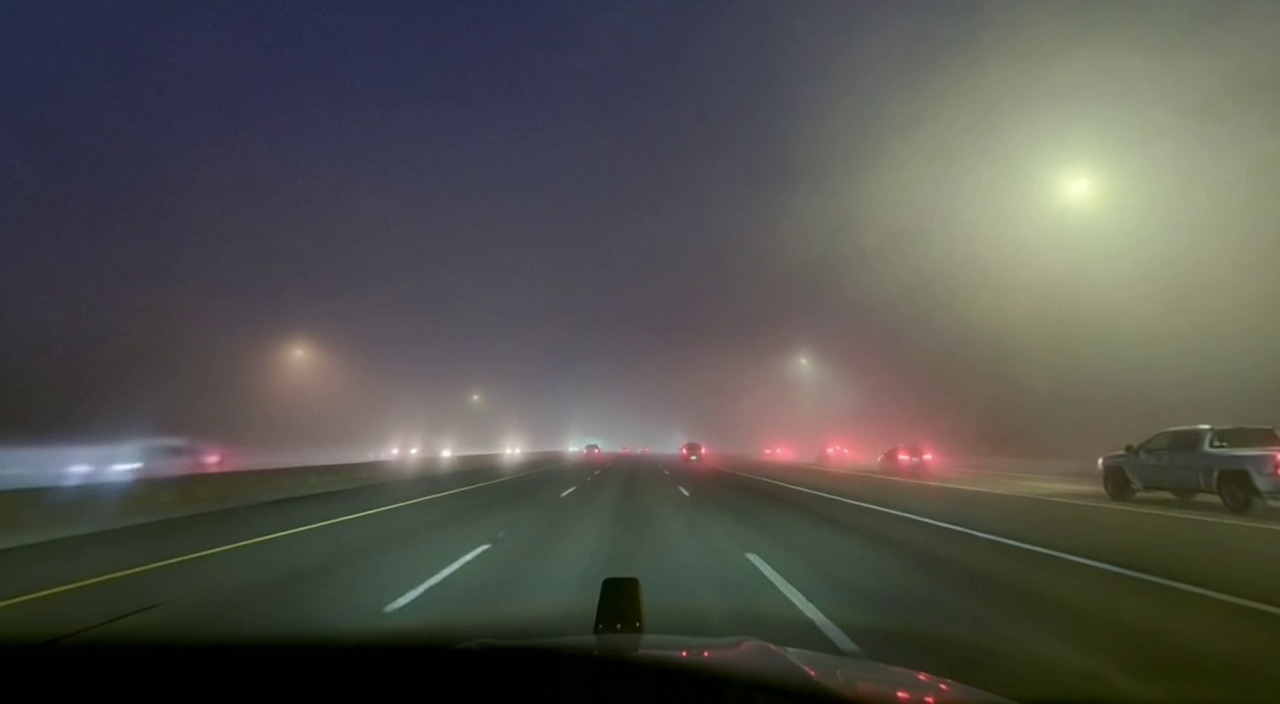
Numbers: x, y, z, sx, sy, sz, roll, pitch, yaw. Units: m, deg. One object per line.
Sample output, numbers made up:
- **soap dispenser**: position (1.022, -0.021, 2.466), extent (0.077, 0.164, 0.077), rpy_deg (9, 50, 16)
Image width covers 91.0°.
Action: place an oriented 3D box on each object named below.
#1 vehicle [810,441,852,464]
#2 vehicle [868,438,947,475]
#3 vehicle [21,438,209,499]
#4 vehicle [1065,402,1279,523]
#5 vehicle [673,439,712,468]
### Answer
- **vehicle**: position (14.766, 7.780, 48.917), extent (2.020, 1.707, 4.424), rpy_deg (0, -9, 1)
- **vehicle**: position (13.794, 5.418, 32.826), extent (2.116, 1.754, 4.727), rpy_deg (0, -9, 1)
- **vehicle**: position (-17.429, 3.873, 21.346), extent (2.083, 1.785, 4.877), rpy_deg (0, -9, 0)
- **vehicle**: position (12.863, 2.416, 14.045), extent (2.442, 2.140, 6.462), rpy_deg (0, -9, 3)
- **vehicle**: position (3.403, 6.666, 41.505), extent (2.147, 1.794, 4.538), rpy_deg (0, -9, 0)
